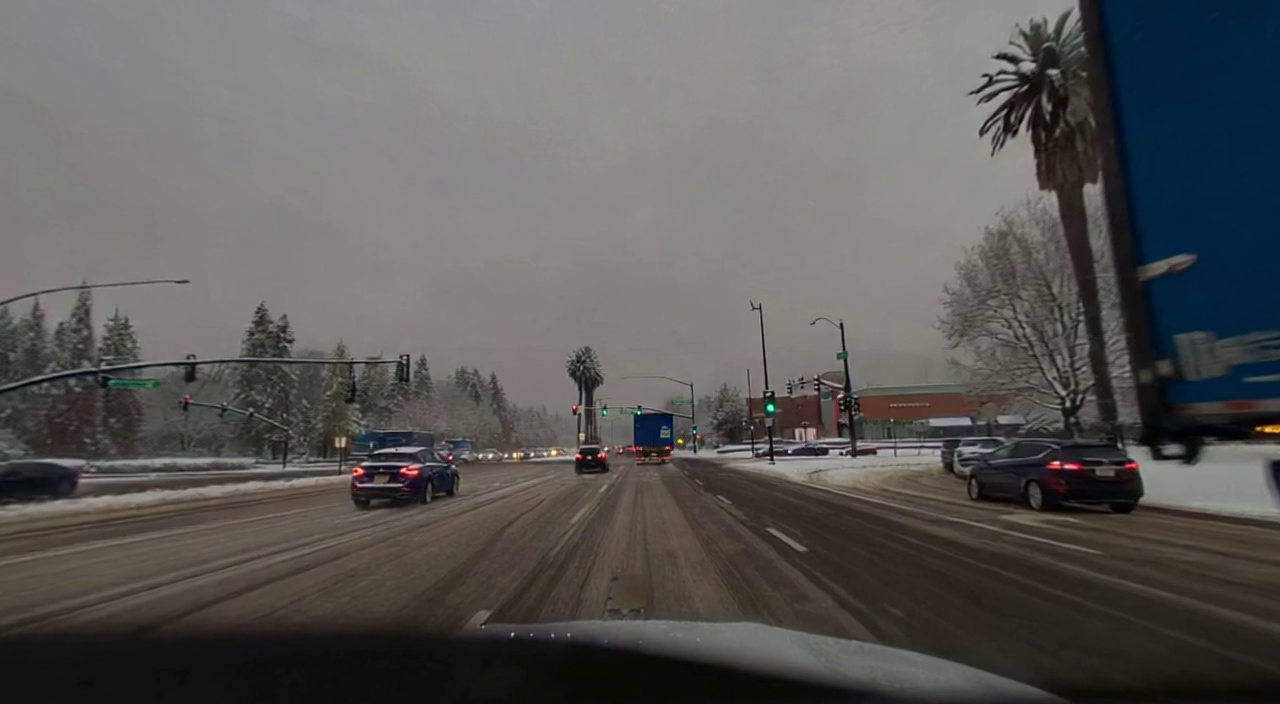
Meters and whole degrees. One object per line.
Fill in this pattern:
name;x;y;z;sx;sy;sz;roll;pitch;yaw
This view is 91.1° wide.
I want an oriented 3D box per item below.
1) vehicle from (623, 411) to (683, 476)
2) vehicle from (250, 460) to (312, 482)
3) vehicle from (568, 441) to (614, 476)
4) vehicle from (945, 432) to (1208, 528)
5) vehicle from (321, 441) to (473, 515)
vehicle;0.716;5.056;34.713;2.993;3.235;6.692;0;-9;1
vehicle;-27.607;9.178;48.441;1.969;1.487;4.512;0;-9;2
vehicle;-2.692;6.011;35.703;2.178;1.826;4.933;0;-9;1
vehicle;7.989;2.358;12.201;1.961;1.502;4.541;0;-9;2
vehicle;-6.042;3.159;16.362;2.045;1.630;4.680;0;-9;1
